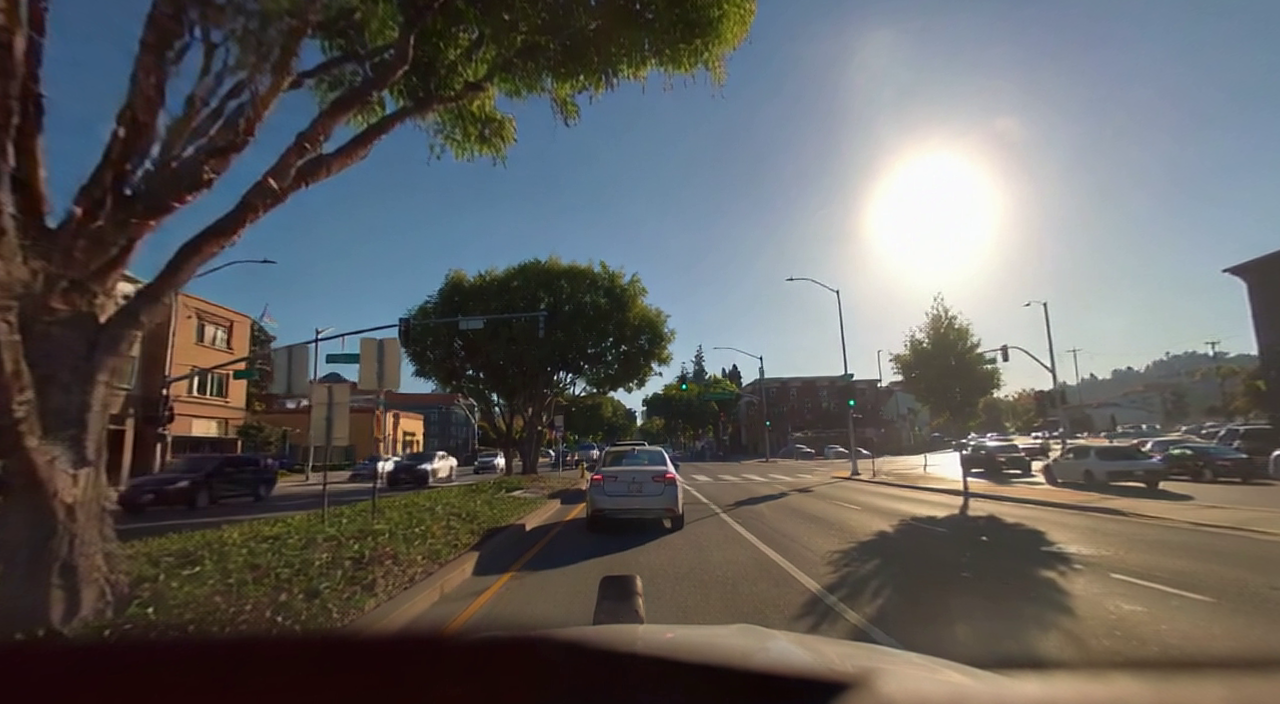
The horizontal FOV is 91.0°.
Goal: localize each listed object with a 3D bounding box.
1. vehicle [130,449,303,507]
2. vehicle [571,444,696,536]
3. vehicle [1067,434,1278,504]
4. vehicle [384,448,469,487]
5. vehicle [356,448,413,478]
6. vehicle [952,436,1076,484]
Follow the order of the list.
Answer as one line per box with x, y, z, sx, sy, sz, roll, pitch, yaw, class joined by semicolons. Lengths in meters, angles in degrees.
-12.292;3.648;18.718;2.125;1.495;4.308;0;-9;0;vehicle
-0.188;2.541;12.221;2.010;1.447;4.121;0;-9;-3;vehicle
13.082;2.884;15.859;1.859;1.525;3.948;0;-9;1;vehicle
-8.740;4.740;26.233;1.994;1.474;4.411;0;-9;0;vehicle
-16.101;7.022;39.936;1.936;1.733;4.087;-1;-10;-1;vehicle
13.072;3.797;22.310;1.887;1.504;3.898;0;-9;-2;vehicle
